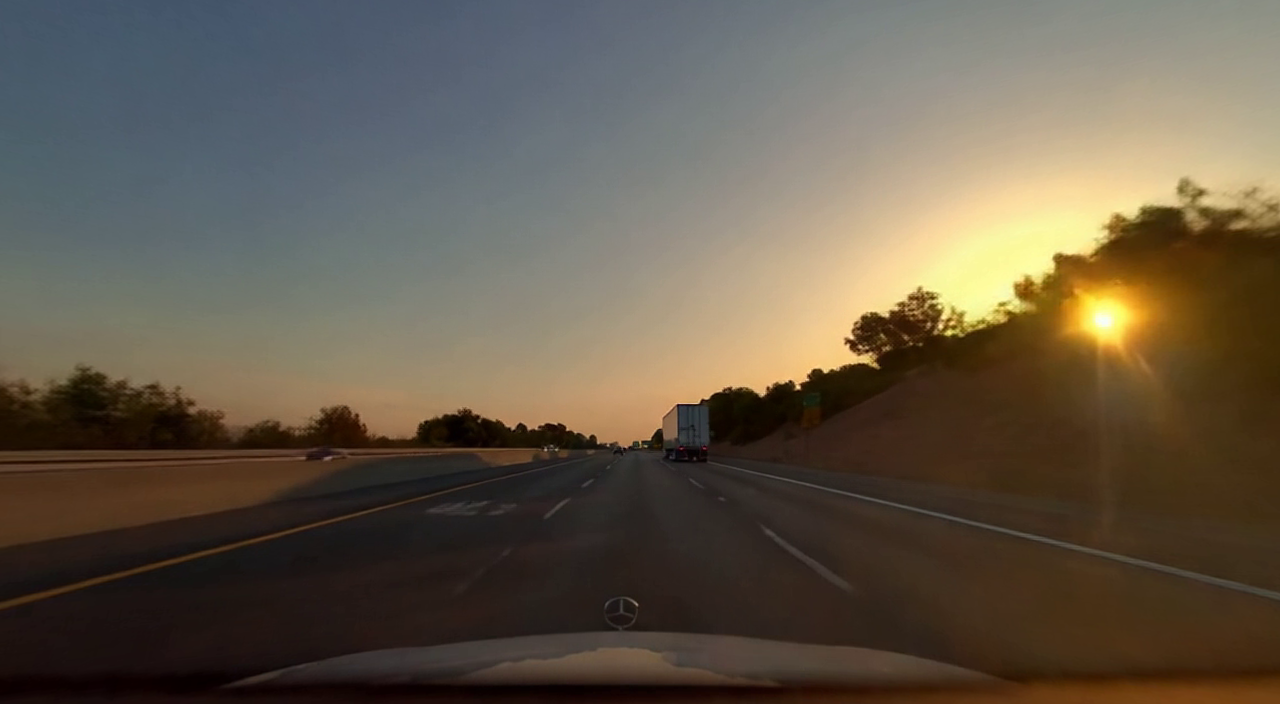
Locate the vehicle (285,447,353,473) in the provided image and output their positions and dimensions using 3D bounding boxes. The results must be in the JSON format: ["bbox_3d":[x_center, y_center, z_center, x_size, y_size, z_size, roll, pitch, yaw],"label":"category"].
[{"bbox_3d":[-19.282,6.465,38.179,1.798,1.453,4.393,0,-9,0],"label":"vehicle"}]
